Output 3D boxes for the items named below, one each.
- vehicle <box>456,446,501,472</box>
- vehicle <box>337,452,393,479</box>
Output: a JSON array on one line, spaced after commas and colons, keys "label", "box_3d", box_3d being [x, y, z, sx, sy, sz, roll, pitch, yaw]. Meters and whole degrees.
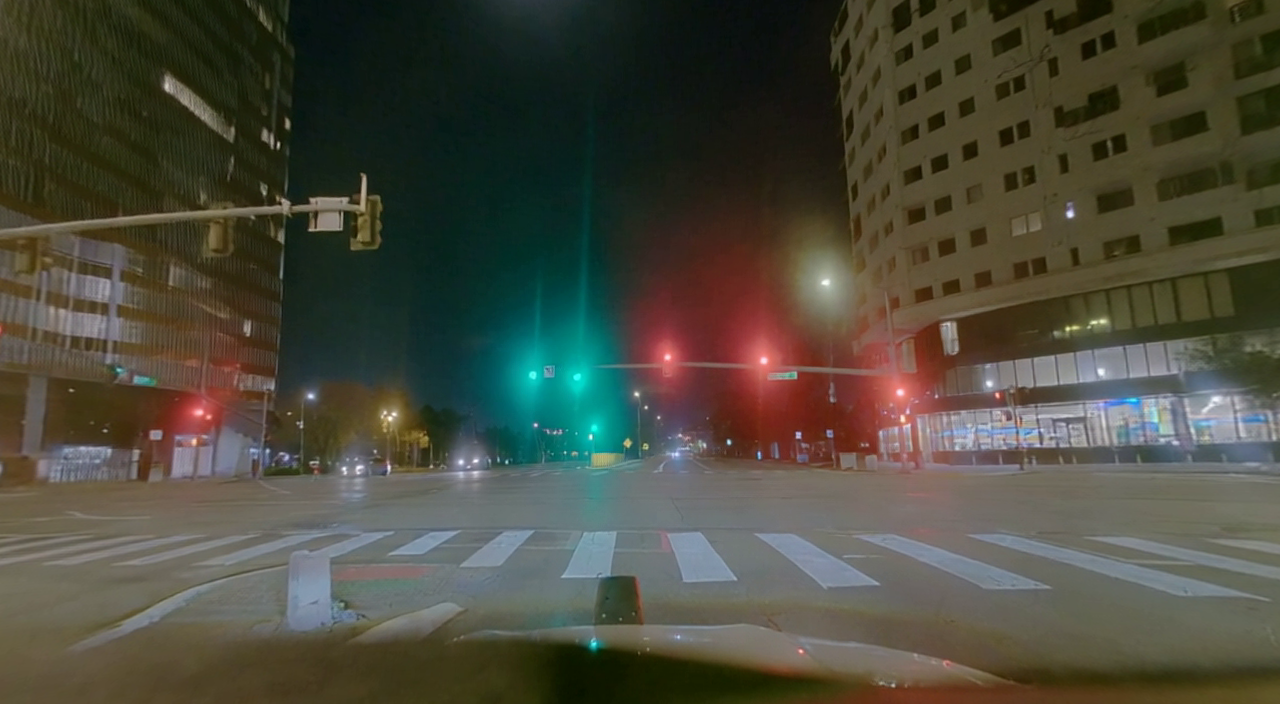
[{"label": "vehicle", "box_3d": [-12.163, 8.056, 47.969, 2.151, 1.847, 4.634, 0, -9, 0]}, {"label": "vehicle", "box_3d": [-18.839, 7.767, 43.483, 1.933, 1.664, 4.255, 0, -9, 1]}]
